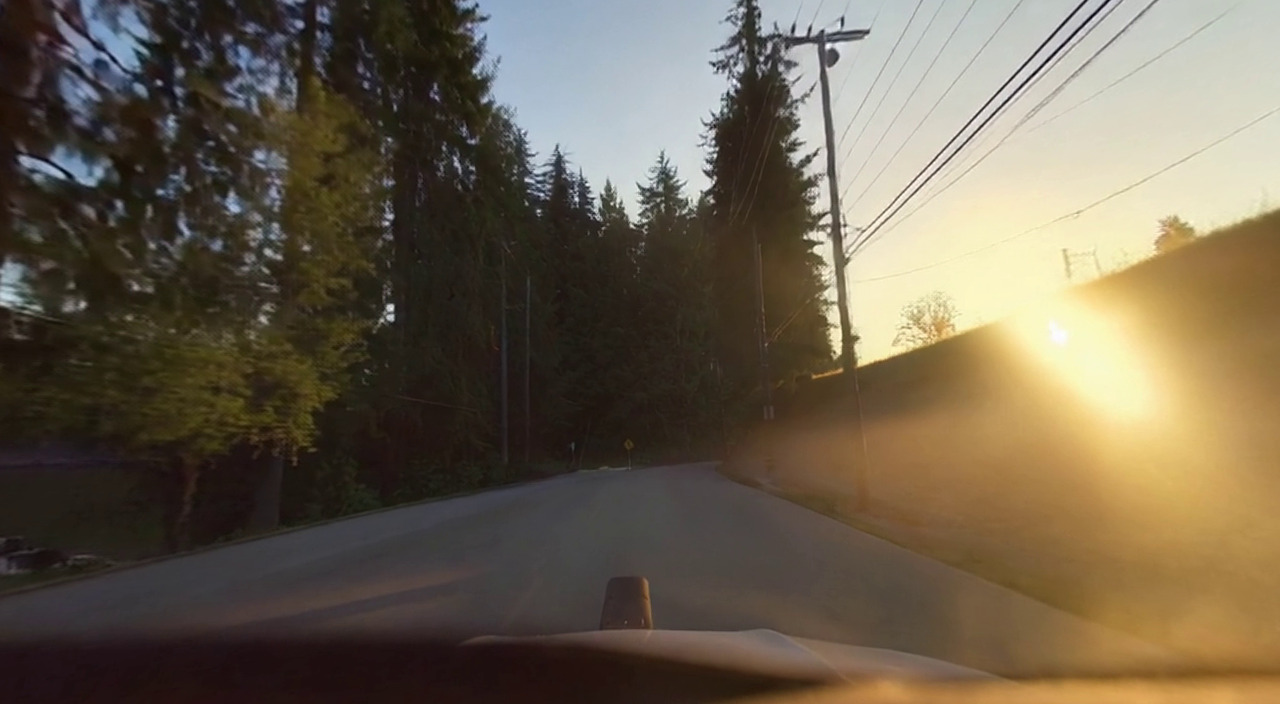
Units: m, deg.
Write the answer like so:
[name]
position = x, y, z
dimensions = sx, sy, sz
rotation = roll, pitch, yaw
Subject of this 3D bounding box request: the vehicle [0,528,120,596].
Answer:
[vehicle]
position = -18.859, 6.349, 19.250
dimensions = 4.135, 1.569, 1.987
rotation = 1, -8, 1
